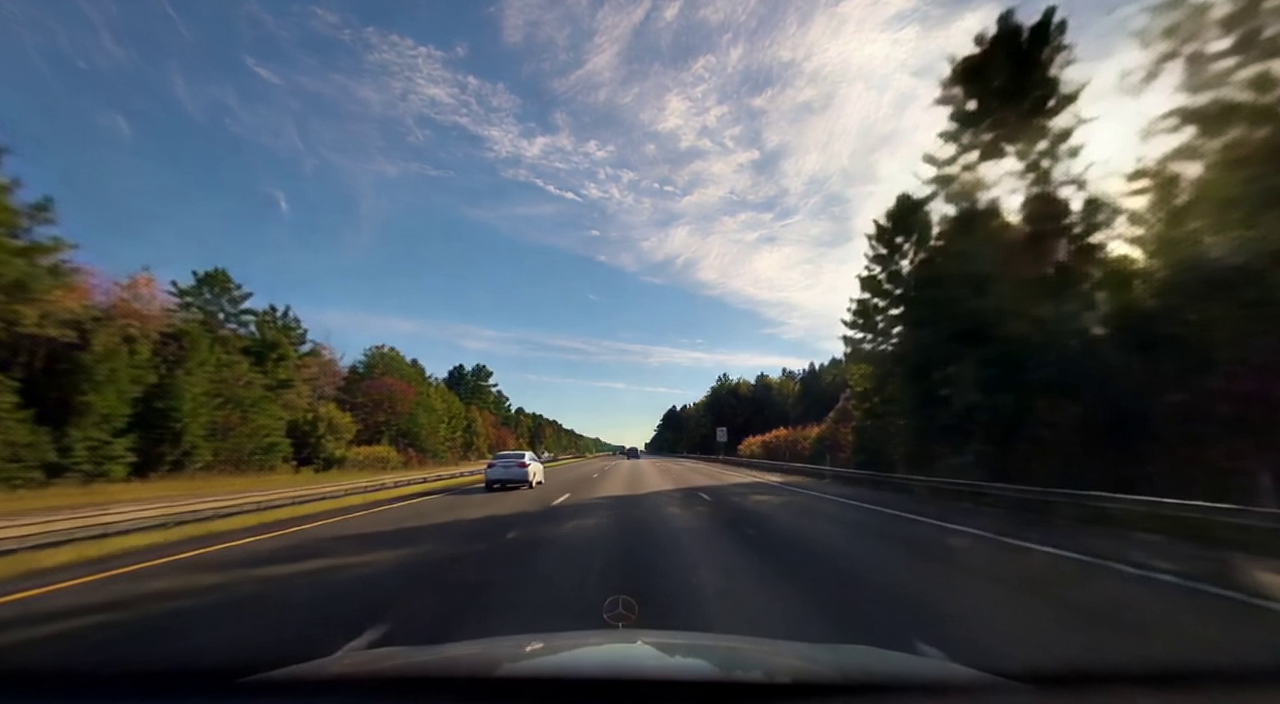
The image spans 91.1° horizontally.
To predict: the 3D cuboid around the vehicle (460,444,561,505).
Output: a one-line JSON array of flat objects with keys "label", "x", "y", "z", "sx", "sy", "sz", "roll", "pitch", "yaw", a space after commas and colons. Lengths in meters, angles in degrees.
[{"label": "vehicle", "x": -3.485, "y": 3.378, "z": 17.745, "sx": 1.970, "sy": 1.492, "sz": 3.944, "roll": 0, "pitch": -9, "yaw": 0}]
